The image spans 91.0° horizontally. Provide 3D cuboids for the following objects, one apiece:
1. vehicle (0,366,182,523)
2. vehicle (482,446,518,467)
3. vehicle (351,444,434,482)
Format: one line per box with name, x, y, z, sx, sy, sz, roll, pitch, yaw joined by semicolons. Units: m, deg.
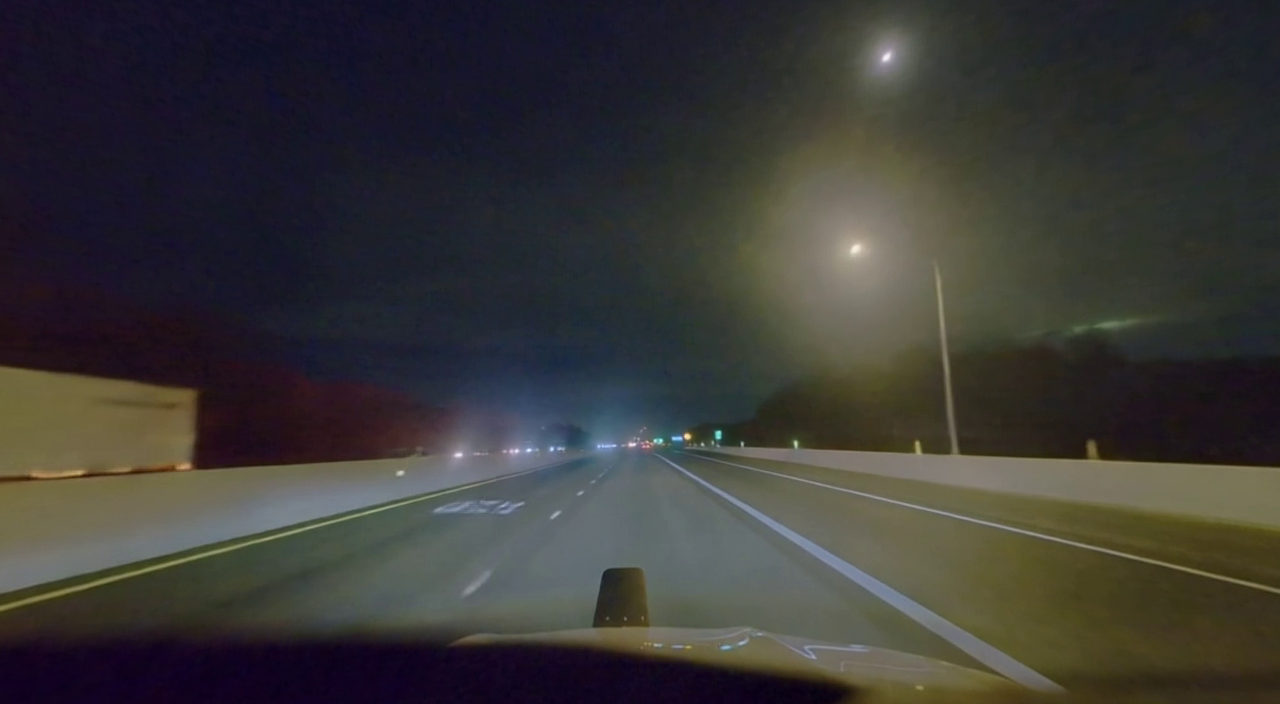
vehicle;-18.463;2.342;15.910;3.341;4.076;13.934;0;-8;-1
vehicle;-10.679;7.979;48.201;1.821;1.477;3.939;0;-8;0
vehicle;-10.855;4.882;27.930;1.887;1.524;4.275;0;-8;1
